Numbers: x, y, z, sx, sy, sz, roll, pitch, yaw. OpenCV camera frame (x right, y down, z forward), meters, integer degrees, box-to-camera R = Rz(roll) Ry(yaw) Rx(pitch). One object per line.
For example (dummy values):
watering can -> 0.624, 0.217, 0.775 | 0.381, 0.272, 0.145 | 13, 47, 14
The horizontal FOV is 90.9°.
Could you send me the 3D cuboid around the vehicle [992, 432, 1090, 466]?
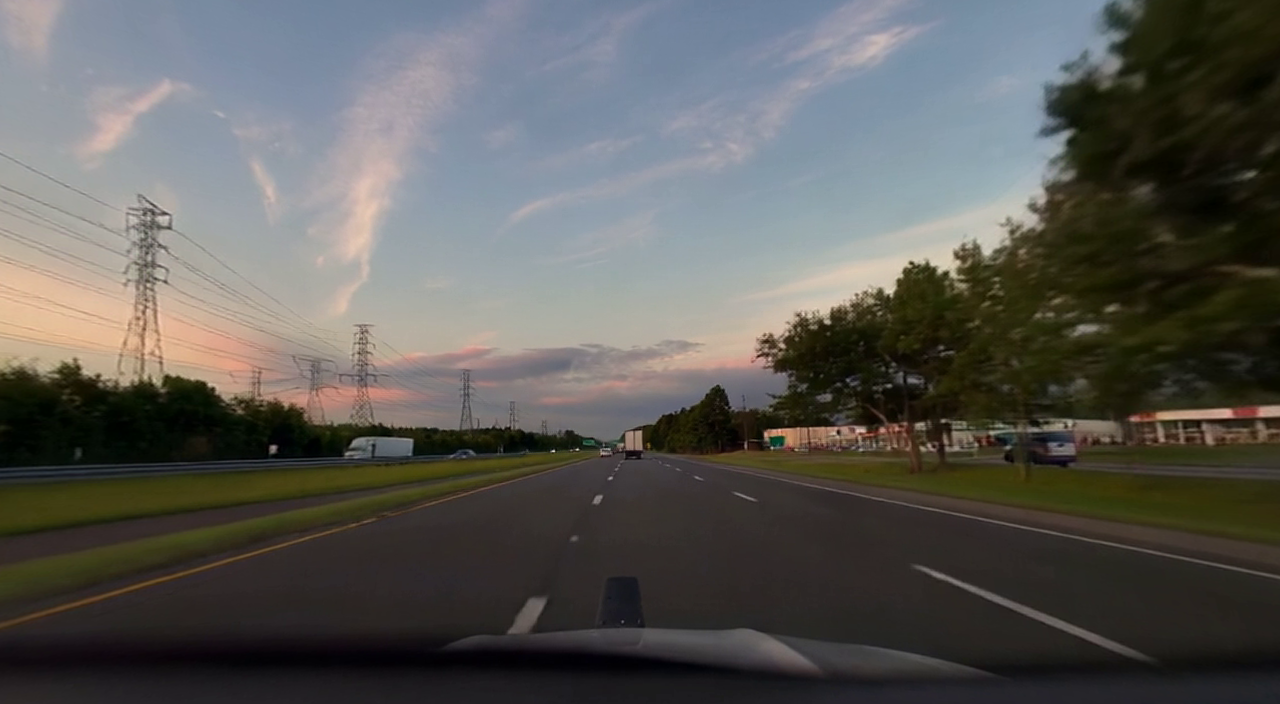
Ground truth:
vehicle -> 20.517, 4.997, 32.501 | 2.029, 1.578, 4.313 | 0, -9, -3
